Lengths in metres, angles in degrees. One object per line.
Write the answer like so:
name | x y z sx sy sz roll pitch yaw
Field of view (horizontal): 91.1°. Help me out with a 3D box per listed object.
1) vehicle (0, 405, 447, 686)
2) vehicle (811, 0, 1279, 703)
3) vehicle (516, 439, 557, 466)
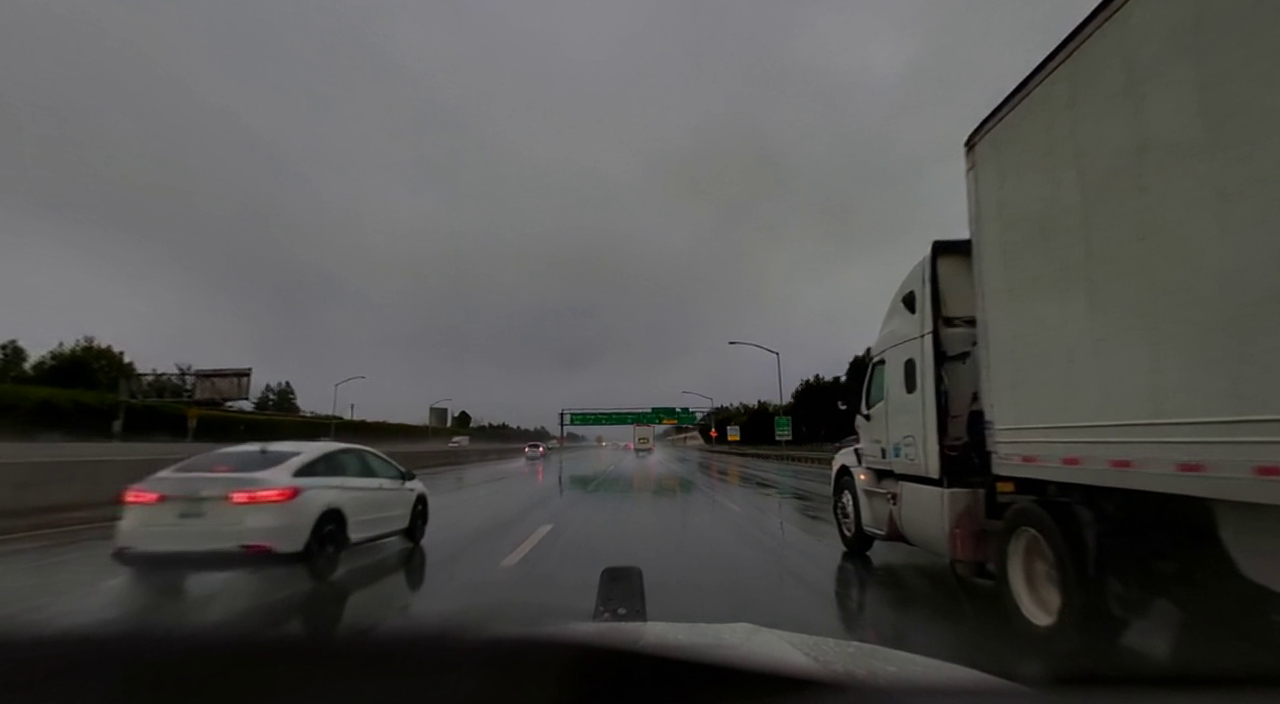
vehicle | -3.728 1.433 5.984 2.143 1.529 4.918 0 -9 1
vehicle | 3.773 0.091 2.824 3.049 3.395 10.595 0 -9 0
vehicle | -6.890 6.731 42.233 1.980 1.666 4.562 0 -9 1
